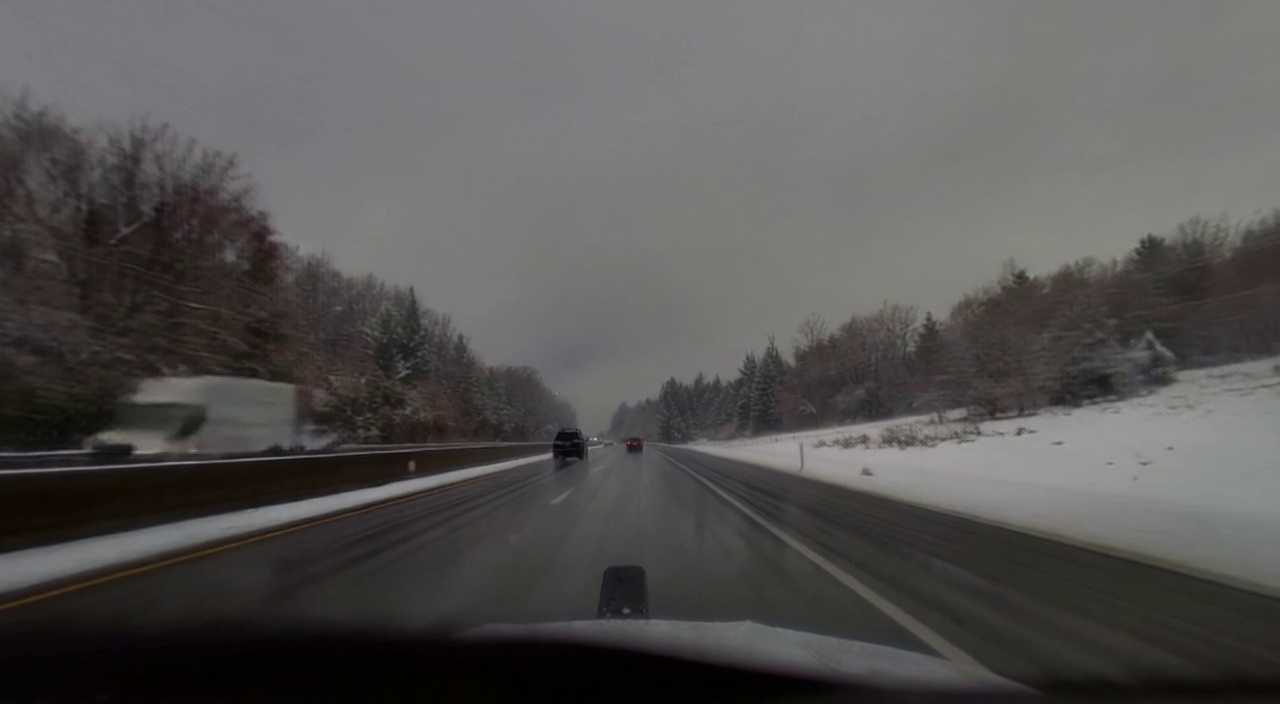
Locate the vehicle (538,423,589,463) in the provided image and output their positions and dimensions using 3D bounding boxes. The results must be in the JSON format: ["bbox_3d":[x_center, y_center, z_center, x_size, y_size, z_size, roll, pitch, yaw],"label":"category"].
[{"bbox_3d":[-4.120,5.034,34.817,2.241,2.034,4.890,0,-8,-1],"label":"vehicle"}]

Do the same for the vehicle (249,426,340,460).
[{"bbox_3d":[-16.533,4.397,30.384,1.832,1.517,4.537,0,-8,0],"label":"vehicle"}]

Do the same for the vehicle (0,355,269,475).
[{"bbox_3d":[-12.630,1.727,16.219,2.427,2.525,5.934,0,-8,0],"label":"vehicle"}]
